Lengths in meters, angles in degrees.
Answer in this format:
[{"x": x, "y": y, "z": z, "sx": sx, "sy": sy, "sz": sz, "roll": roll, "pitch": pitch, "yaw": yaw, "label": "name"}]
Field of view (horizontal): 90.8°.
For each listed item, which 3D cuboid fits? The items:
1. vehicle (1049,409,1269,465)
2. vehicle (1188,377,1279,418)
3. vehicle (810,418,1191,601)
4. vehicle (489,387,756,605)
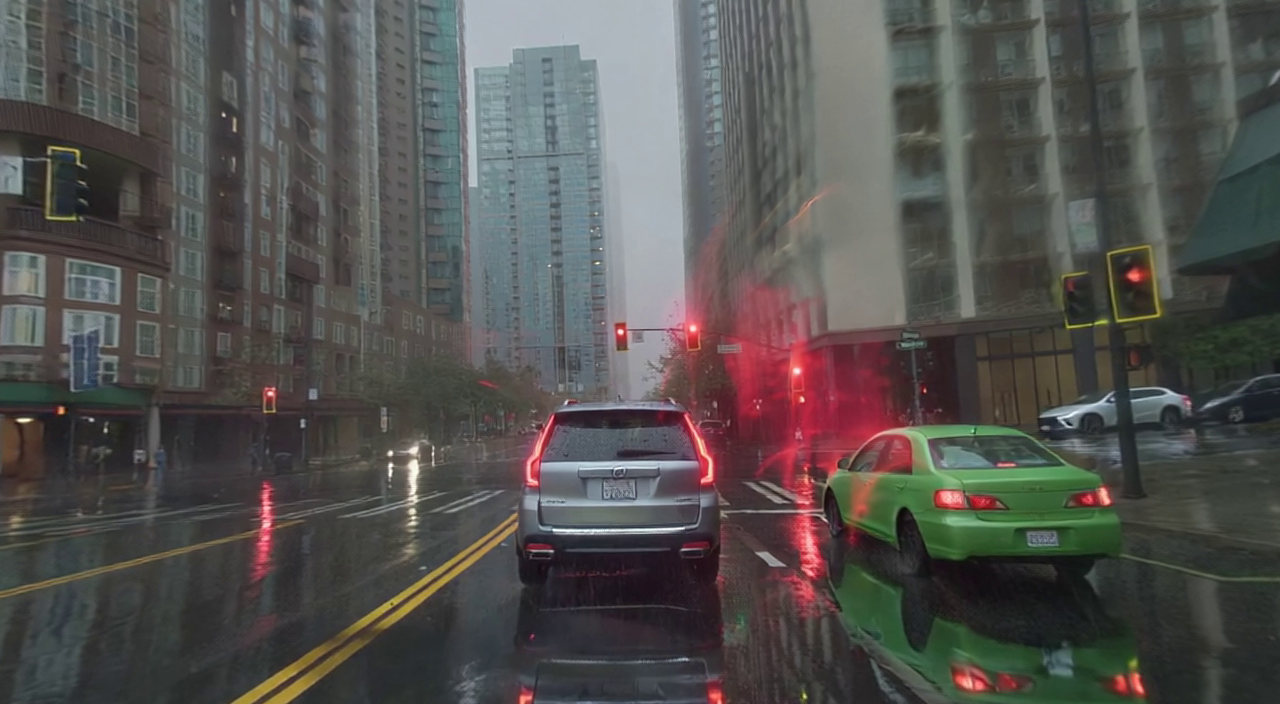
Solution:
[{"x": 14.274, "y": 2.382, "z": 17.608, "sx": 4.354, "sy": 1.466, "sz": 1.863, "roll": -1, "pitch": -8, "yaw": 2, "label": "vehicle"}, {"x": 26.590, "y": 1.984, "z": 27.167, "sx": 4.287, "sy": 1.639, "sz": 1.729, "roll": 0, "pitch": -8, "yaw": 1, "label": "vehicle"}, {"x": 3.683, "y": 1.677, "z": 7.694, "sx": 1.987, "sy": 1.538, "sz": 4.510, "roll": 0, "pitch": -8, "yaw": 0, "label": "vehicle"}, {"x": -0.137, "y": 1.484, "z": 7.318, "sx": 2.168, "sy": 1.776, "sz": 4.135, "roll": 0, "pitch": -8, "yaw": 0, "label": "vehicle"}]
